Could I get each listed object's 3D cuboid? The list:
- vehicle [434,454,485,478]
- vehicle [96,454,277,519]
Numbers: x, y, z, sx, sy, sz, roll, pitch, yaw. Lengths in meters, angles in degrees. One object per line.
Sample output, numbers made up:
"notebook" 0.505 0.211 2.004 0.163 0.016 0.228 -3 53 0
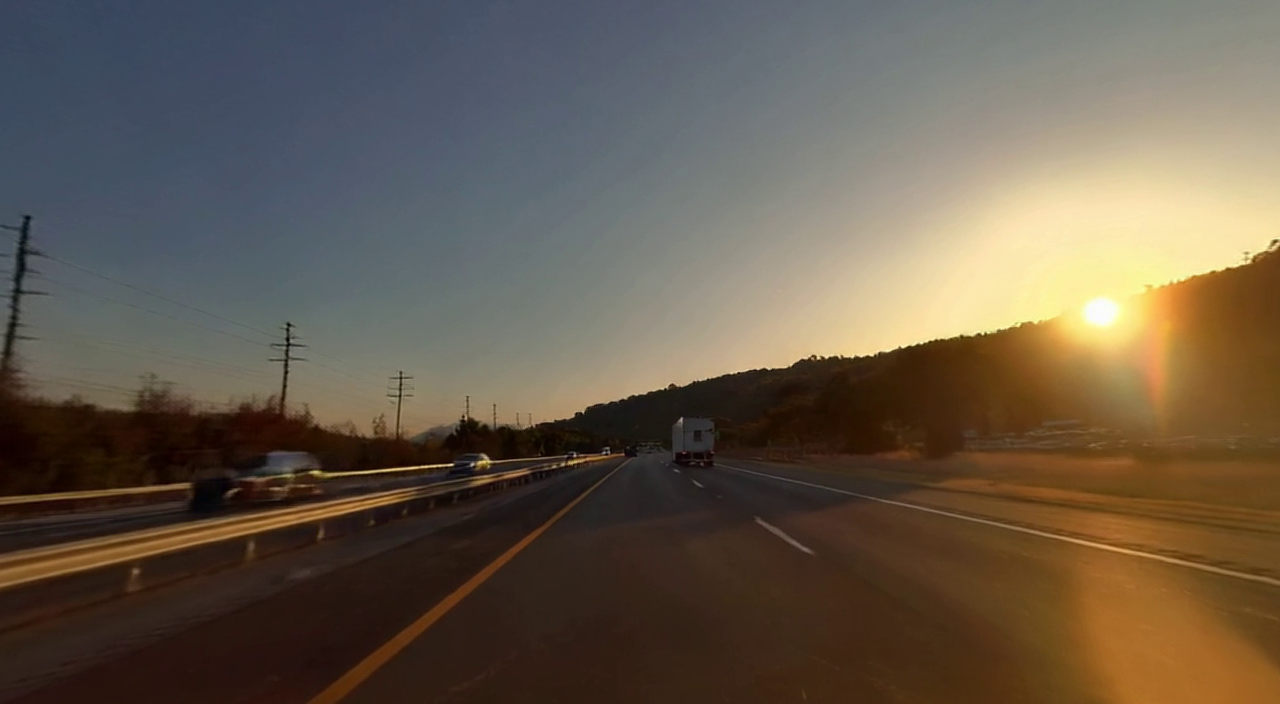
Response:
"vehicle" -12.180 7.698 42.562 1.942 1.522 4.845 -1 -9 1
"vehicle" -13.113 3.862 18.568 1.945 1.641 4.495 -1 -9 1
